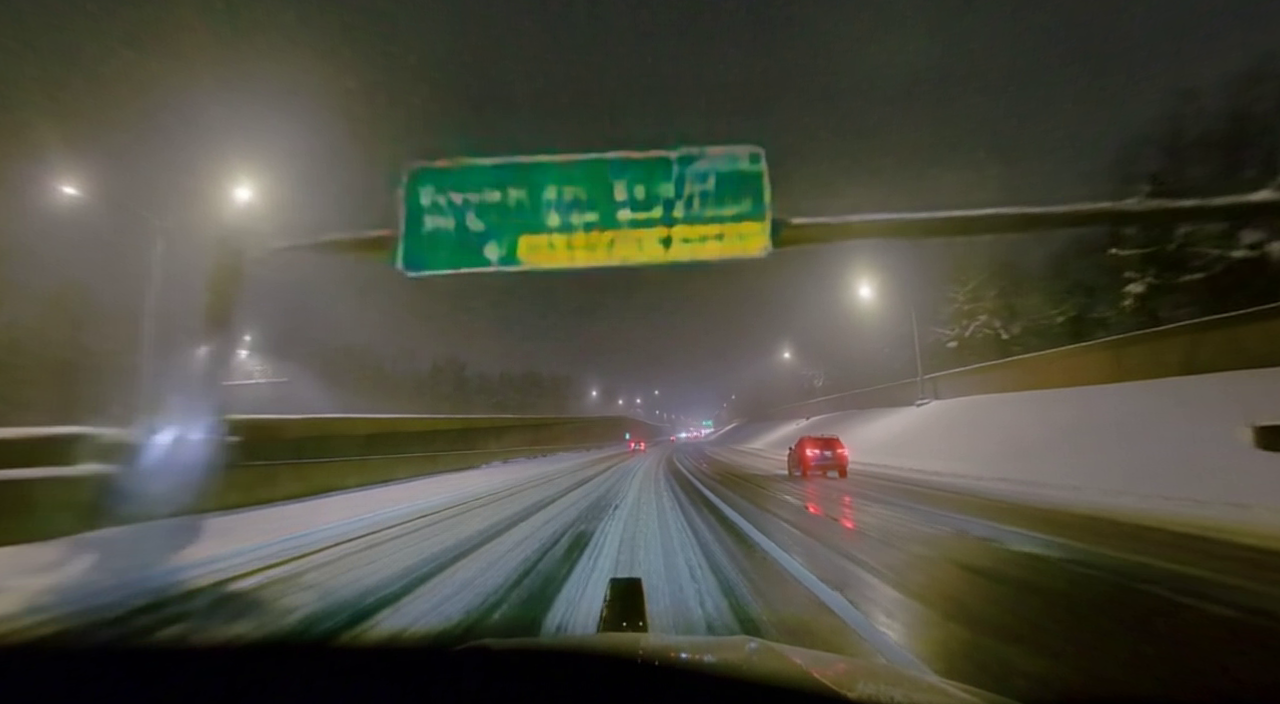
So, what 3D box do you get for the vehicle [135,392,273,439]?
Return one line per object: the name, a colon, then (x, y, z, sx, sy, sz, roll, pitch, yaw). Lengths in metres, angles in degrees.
vehicle: (-14.777, 2.251, 21.683, 1.958, 1.431, 3.739, -1, -8, 2)
